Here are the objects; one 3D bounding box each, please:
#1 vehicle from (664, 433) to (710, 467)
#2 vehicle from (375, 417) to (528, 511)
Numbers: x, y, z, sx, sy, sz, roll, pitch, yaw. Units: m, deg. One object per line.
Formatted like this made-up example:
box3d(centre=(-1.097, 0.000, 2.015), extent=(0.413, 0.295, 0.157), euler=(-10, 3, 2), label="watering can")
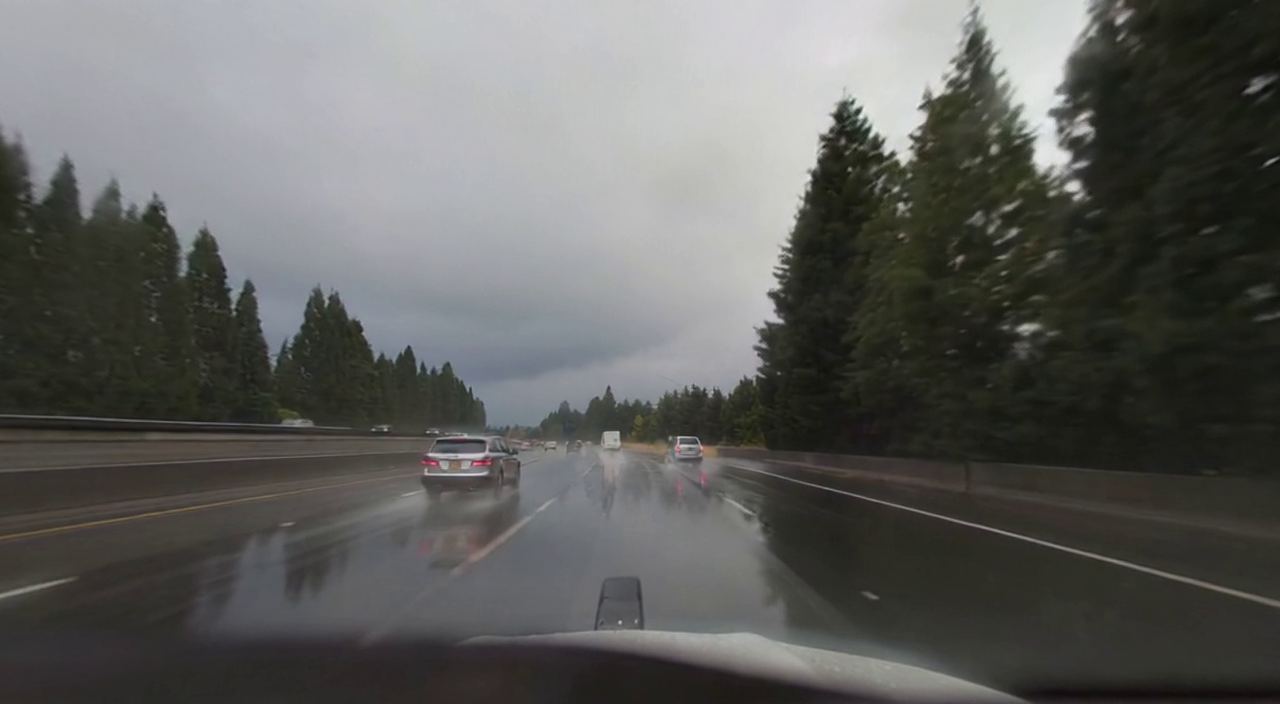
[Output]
box3d(centre=(2.516, 5.385, 34.639), extent=(2.053, 1.698, 4.097), euler=(1, -9, -3), label="vehicle")
box3d(centre=(-3.820, 2.370, 13.649), extent=(2.002, 1.680, 4.301), euler=(0, -9, 0), label="vehicle")
